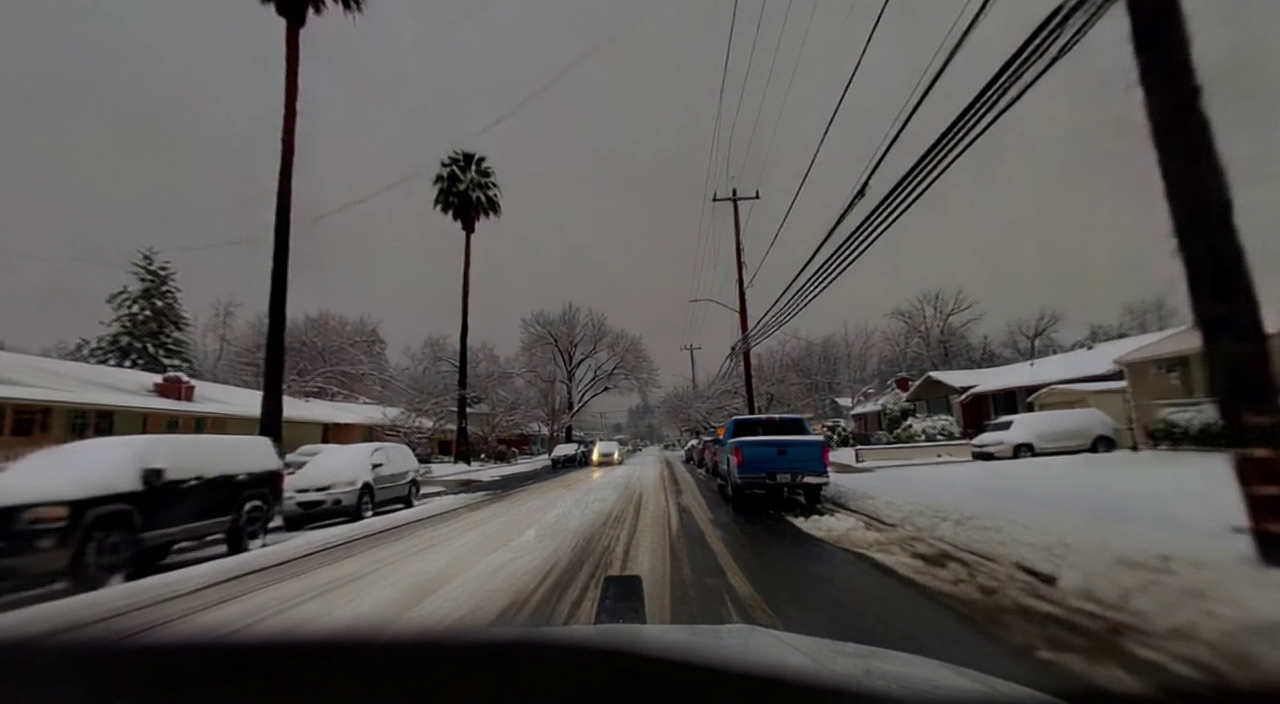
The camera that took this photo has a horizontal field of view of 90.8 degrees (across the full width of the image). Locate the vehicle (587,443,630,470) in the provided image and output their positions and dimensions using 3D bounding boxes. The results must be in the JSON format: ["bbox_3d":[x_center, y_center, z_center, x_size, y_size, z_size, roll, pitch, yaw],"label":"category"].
[{"bbox_3d":[-1.863,6.401,39.002,2.213,1.548,4.370,-1,-9,4],"label":"vehicle"}]

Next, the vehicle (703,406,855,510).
[{"bbox_3d":[3.042,2.580,15.678,2.437,2.015,6.511,0,-9,1],"label":"vehicle"}]

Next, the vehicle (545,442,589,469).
[{"bbox_3d":[-5.050,7.279,44.375,2.226,1.768,4.780,-1,-9,4],"label":"vehicle"}]

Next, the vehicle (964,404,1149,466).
[{"bbox_3d":[14.369,2.918,22.065,4.778,1.903,2.205,-2,-9,0],"label":"vehicle"}]

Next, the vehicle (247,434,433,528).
[{"bbox_3d":[-6.545,2.842,14.483,1.930,1.784,4.474,0,-9,2],"label":"vehicle"}]

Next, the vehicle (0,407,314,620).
[{"bbox_3d":[-6.749,1.859,8.304,2.252,1.944,4.714,0,-9,2],"label":"vehicle"}]
